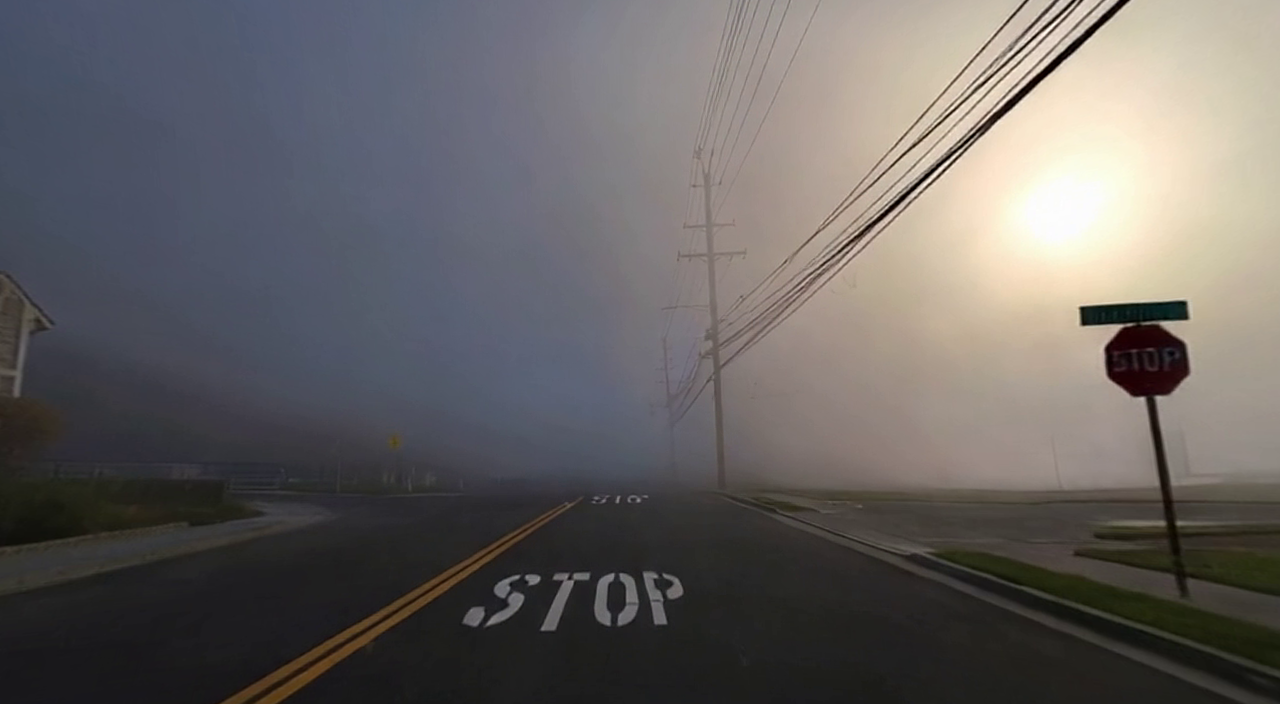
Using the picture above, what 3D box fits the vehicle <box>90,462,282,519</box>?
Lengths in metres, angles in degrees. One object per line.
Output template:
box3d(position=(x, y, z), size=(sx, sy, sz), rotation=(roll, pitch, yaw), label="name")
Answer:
box3d(position=(-13.257, 4.048, 18.698), size=(4.146, 1.535, 1.862), rotation=(0, -9, -3), label="vehicle")

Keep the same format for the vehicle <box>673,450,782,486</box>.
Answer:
box3d(position=(4.883, 6.492, 35.482), size=(5.578, 1.842, 2.300), rotation=(3, -10, -12), label="vehicle")
